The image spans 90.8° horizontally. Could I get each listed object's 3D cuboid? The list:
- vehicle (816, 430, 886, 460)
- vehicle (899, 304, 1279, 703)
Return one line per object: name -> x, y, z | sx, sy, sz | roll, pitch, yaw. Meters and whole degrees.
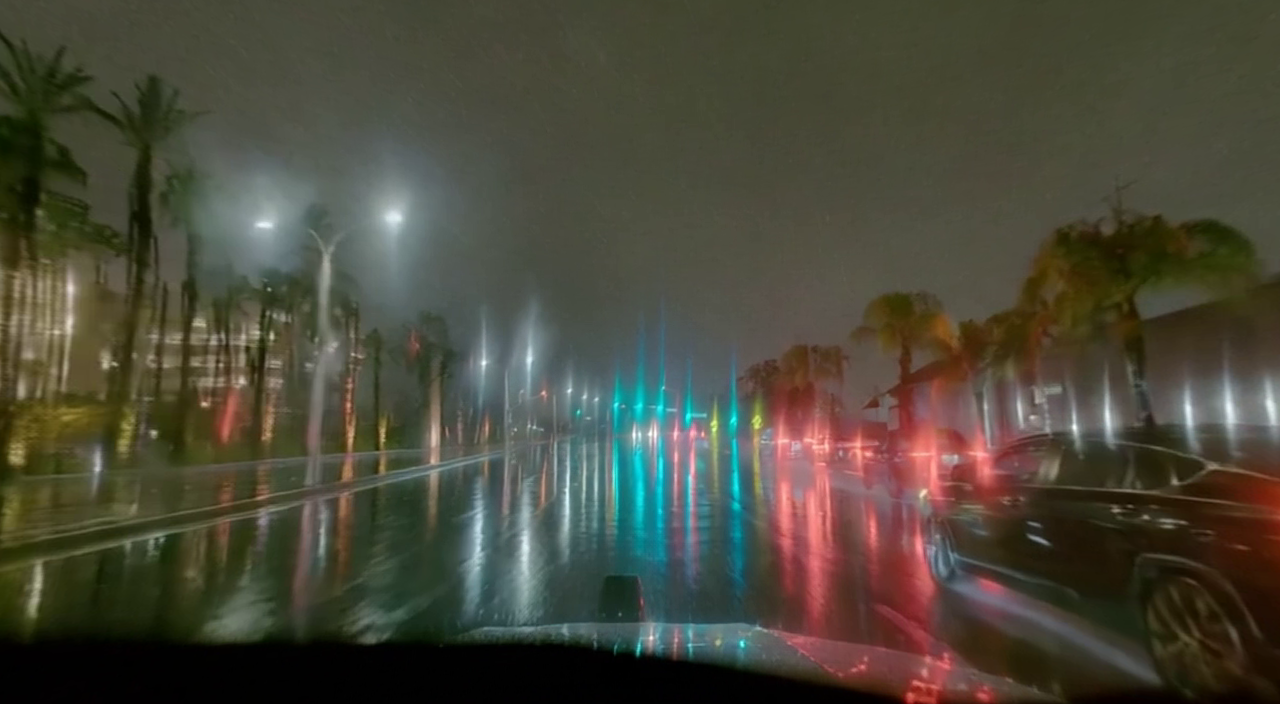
vehicle -> 10.960, 4.888, 33.146 | 1.871, 1.465, 4.395 | 0, -9, -4
vehicle -> 3.548, 0.865, 3.393 | 2.219, 1.795, 4.718 | 0, -9, -1
